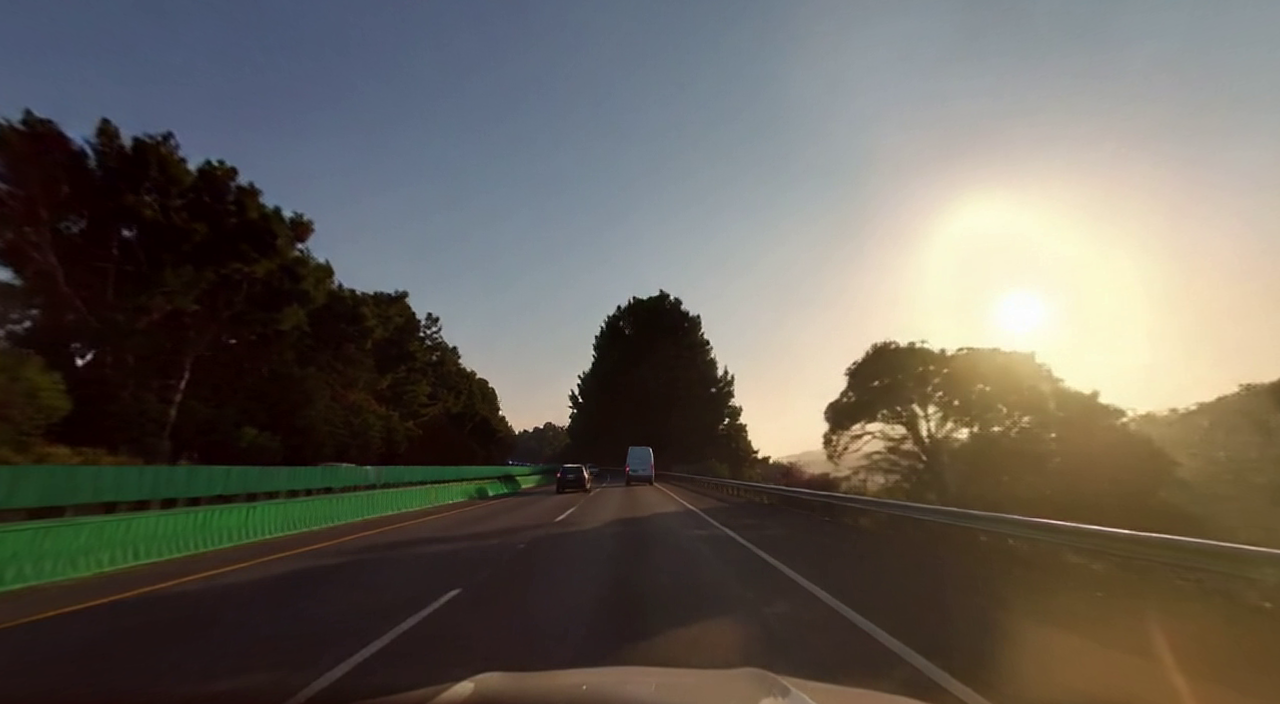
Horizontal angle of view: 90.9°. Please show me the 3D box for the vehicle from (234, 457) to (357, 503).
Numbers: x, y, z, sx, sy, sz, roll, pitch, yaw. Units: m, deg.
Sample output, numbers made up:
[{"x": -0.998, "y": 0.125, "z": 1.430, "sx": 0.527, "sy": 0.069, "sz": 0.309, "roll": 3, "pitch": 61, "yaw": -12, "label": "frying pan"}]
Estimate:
[{"x": -12.848, "y": 4.820, "z": 23.890, "sx": 1.900, "sy": 1.512, "sz": 4.717, "roll": 1, "pitch": -11, "yaw": 1, "label": "vehicle"}]

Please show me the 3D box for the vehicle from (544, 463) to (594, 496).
[{"x": -3.490, "y": 6.372, "z": 31.700, "sx": 2.038, "sy": 1.490, "sz": 4.391, "roll": 1, "pitch": -11, "yaw": -1, "label": "vehicle"}]
